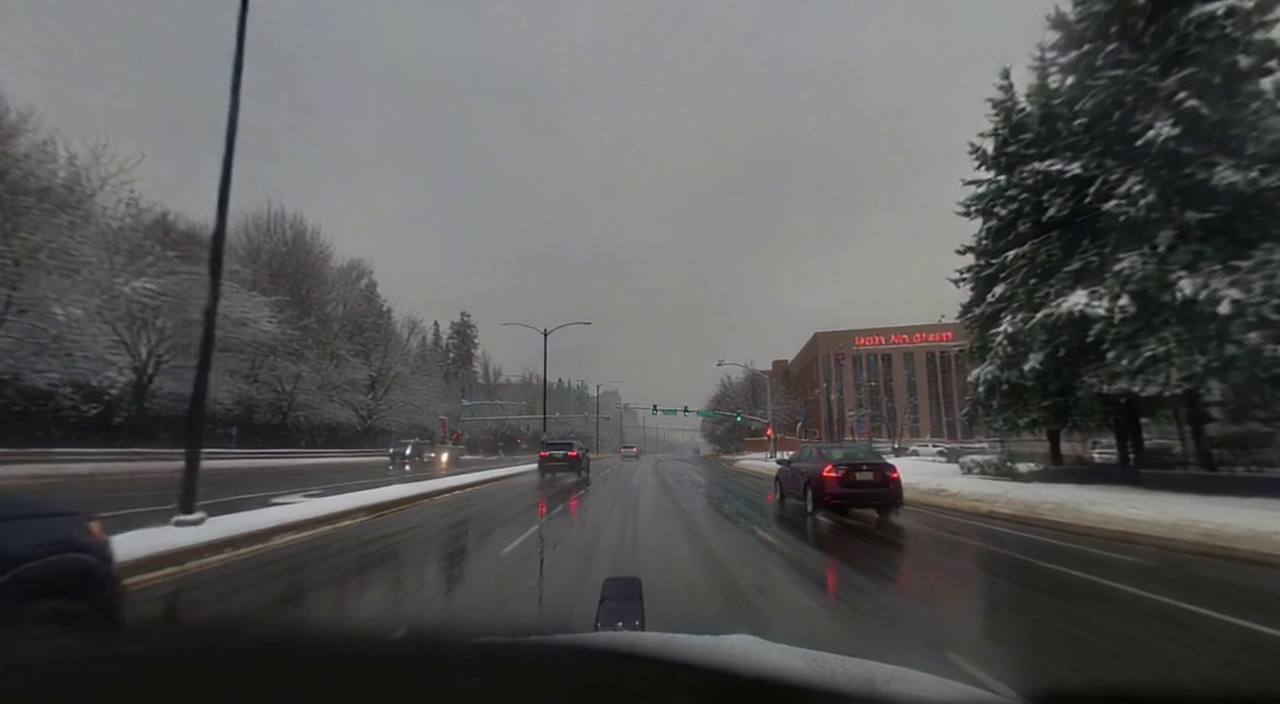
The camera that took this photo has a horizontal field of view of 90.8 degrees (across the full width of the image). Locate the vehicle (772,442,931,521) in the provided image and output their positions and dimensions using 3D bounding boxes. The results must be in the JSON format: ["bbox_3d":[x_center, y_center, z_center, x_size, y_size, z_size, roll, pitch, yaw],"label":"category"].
[{"bbox_3d":[4.474,2.791,14.227,1.960,1.471,4.378,0,-9,-1],"label":"vehicle"}]

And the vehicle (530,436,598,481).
[{"bbox_3d":[-3.257,4.706,28.204,2.305,1.833,4.912,0,-9,1],"label":"vehicle"}]

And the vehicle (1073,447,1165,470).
[{"bbox_3d":[31.328,6.955,41.400,4.274,1.448,2.050,0,-9,1],"label":"vehicle"}]

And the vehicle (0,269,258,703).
[{"bbox_3d":[-3.264,0.466,0.591,2.450,1.866,5.416,0,-9,-1],"label":"vehicle"}]
